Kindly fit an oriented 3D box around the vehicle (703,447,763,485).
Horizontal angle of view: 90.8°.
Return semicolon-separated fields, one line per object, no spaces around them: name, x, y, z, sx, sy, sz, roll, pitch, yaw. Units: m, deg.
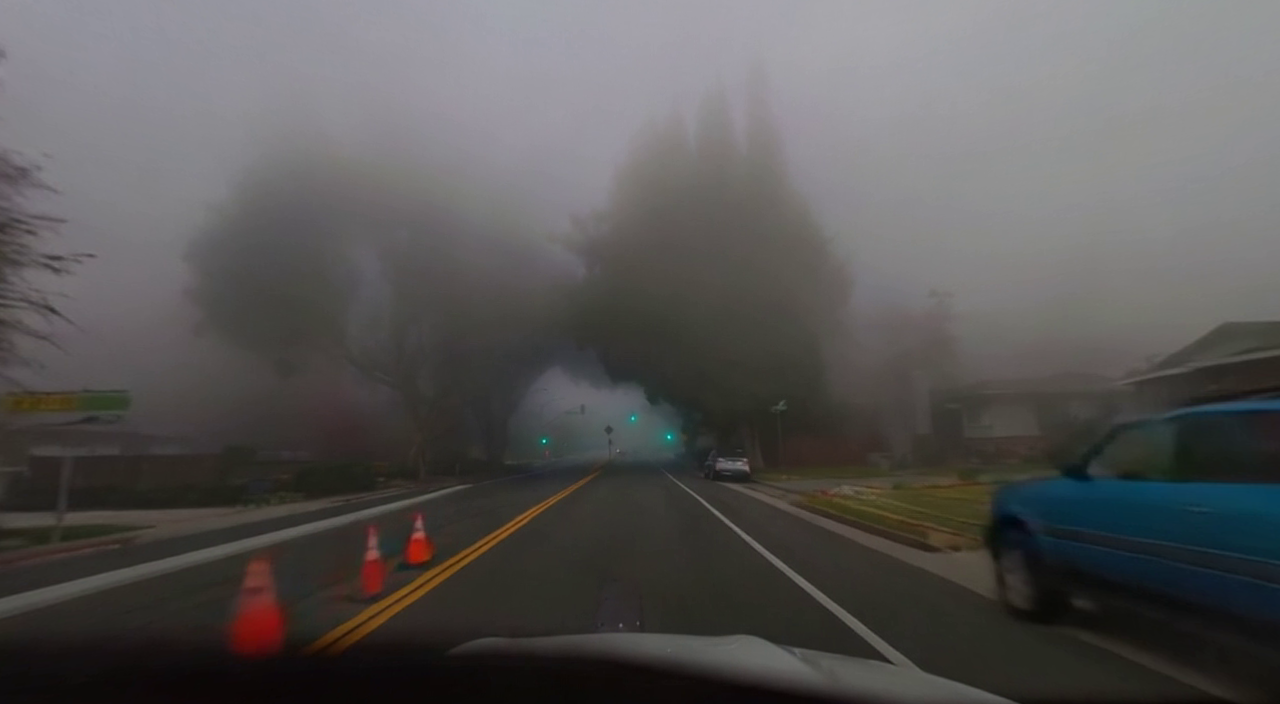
vehicle;3.813;4.722;26.585;1.870;1.441;4.539;0;-9;1

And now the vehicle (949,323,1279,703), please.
vehicle;4.107;0.873;3.261;2.255;1.914;4.967;0;-9;-3

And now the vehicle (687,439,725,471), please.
vehicle;4.139;6.529;40.227;2.241;1.935;3.270;-1;-9;4
